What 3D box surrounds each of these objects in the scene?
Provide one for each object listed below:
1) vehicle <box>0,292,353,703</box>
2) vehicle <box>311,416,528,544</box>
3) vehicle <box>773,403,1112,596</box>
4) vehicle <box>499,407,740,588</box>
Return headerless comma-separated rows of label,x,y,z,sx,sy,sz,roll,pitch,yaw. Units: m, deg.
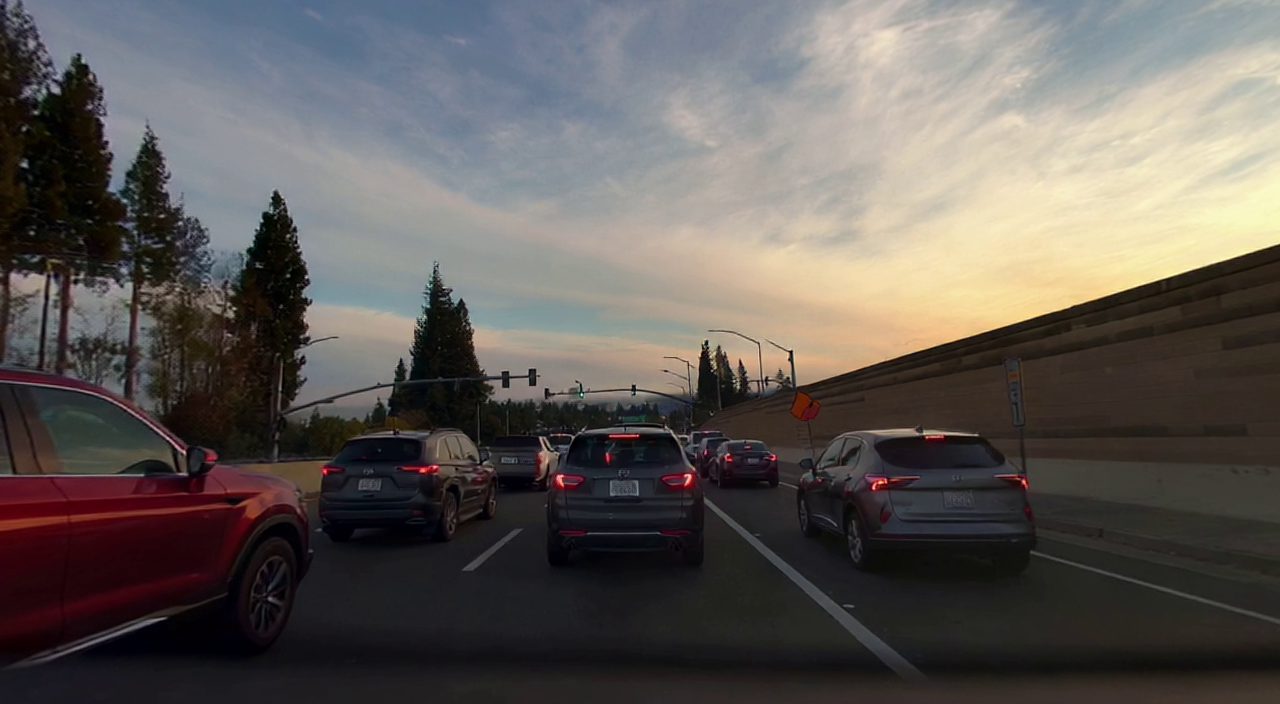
vehicle,-3.519,0.830,3.100,2.070,1.913,4.450,0,-8,0
vehicle,-3.496,2.126,11.166,2.067,1.759,4.631,0,-8,1
vehicle,3.142,1.621,7.799,2.029,1.702,4.281,0,-8,0
vehicle,-0.157,1.655,7.933,2.245,1.677,3.913,0,-8,1
